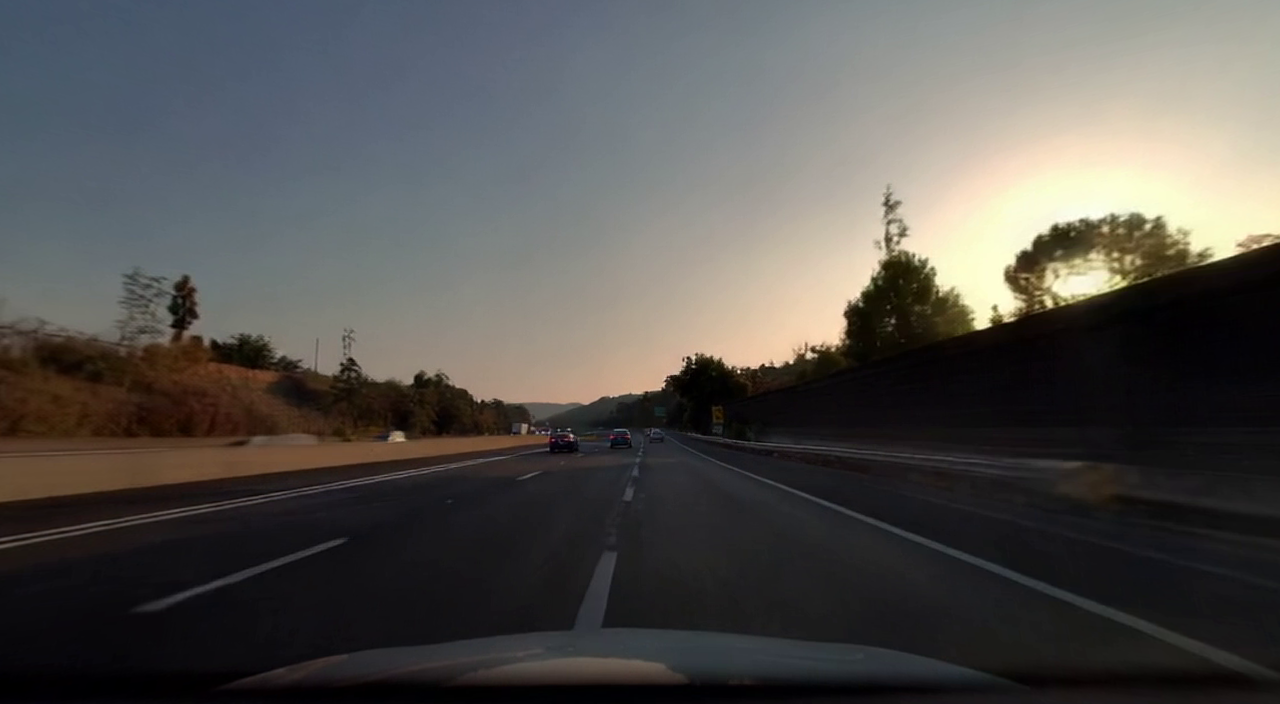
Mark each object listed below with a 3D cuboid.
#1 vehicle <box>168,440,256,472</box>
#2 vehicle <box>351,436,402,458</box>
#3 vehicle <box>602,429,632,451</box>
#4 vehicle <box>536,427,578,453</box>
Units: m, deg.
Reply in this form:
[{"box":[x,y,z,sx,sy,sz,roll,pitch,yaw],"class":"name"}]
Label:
[{"box":[-21.861,5.294,32.295,1.773,1.477,3.848,0,-8,1],"class":"vehicle"},{"box":[-18.547,6.691,44.432,1.806,1.463,4.039,0,-8,0],"class":"vehicle"},{"box":[-1.697,6.663,47.693,2.064,1.571,4.225,0,-8,1],"class":"vehicle"},{"box":[-5.457,5.881,42.027,2.113,1.632,4.409,0,-8,1],"class":"vehicle"}]
